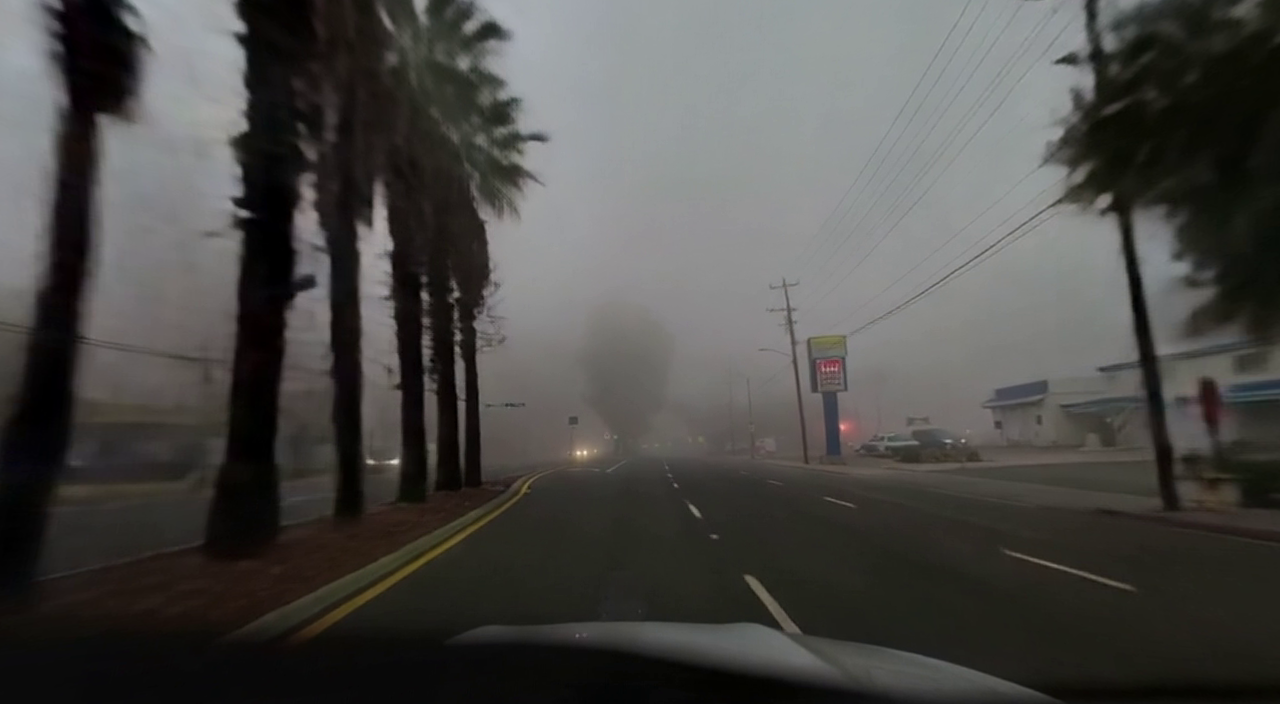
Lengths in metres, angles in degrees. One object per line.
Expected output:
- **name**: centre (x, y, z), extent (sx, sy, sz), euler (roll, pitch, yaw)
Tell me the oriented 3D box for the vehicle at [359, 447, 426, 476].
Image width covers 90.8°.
- **vehicle**: centre (-14.023, 6.209, 36.125), extent (1.924, 1.528, 4.416), euler (0, -8, 1)
